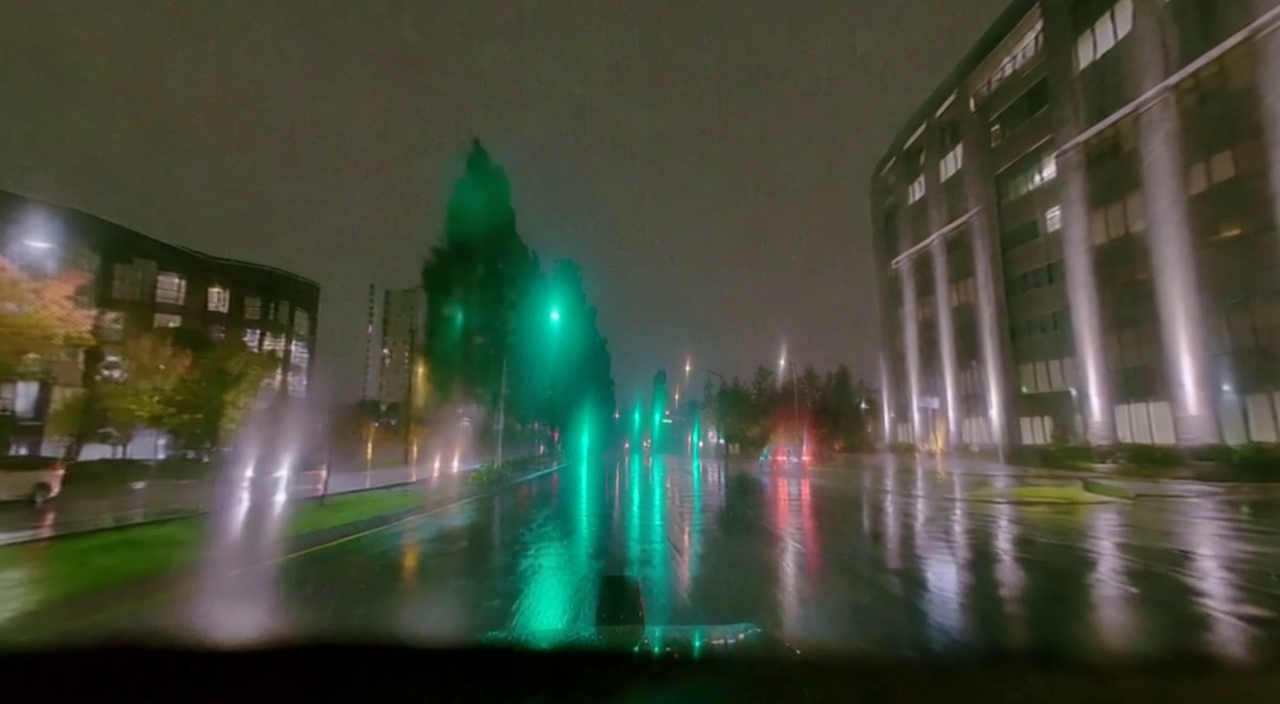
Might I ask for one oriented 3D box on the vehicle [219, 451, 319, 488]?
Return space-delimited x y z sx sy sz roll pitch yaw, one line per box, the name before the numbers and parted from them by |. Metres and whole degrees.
vehicle | -17.059 5.377 29.342 1.877 1.525 4.312 0 -8 2
